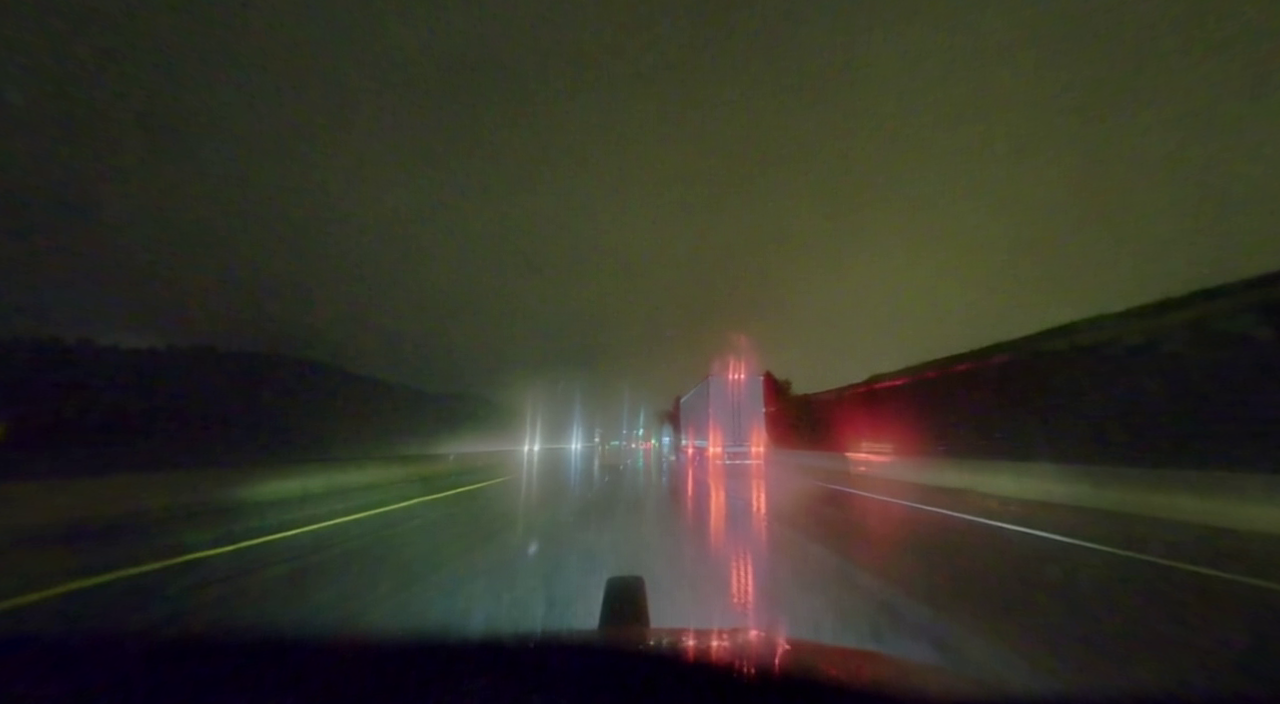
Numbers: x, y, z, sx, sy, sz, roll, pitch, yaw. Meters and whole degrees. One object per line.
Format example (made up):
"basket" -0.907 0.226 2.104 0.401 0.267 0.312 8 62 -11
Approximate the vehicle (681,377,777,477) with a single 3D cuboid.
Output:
"vehicle" 4.095 4.113 32.845 2.933 4.100 14.317 0 -8 0
